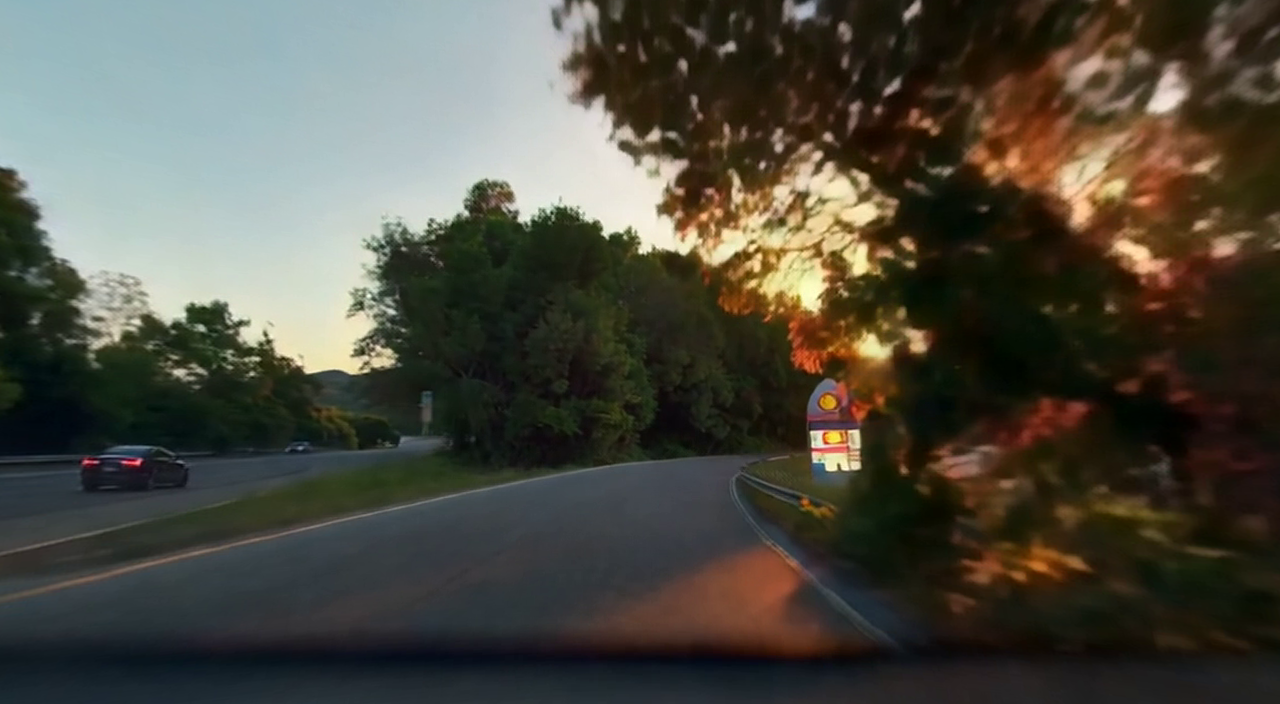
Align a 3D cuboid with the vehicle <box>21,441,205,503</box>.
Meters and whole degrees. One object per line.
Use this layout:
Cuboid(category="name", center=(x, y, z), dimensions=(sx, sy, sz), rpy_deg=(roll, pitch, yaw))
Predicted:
Cuboid(category="vehicle", center=(-15.120, 3.447, 18.555), dimensions=(2.015, 1.517, 4.991), rpy_deg=(2, -9, -13))
